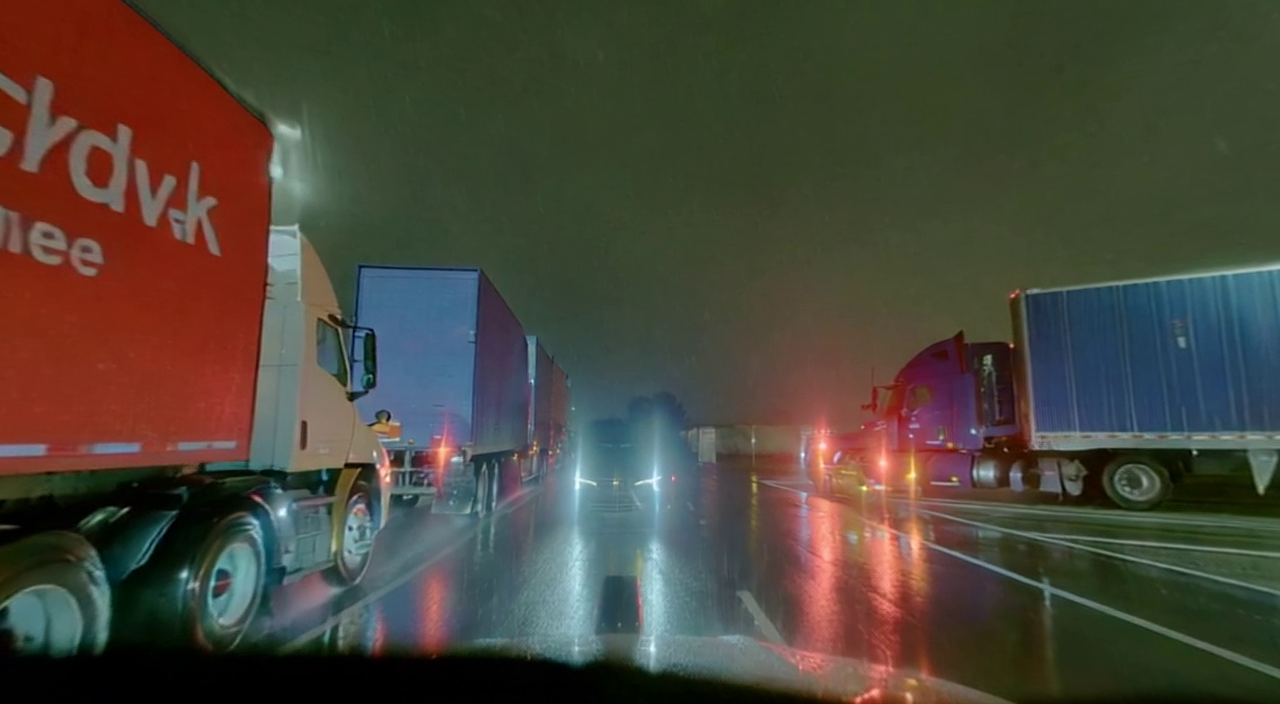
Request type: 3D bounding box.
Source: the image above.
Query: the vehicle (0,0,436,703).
[{"bbox_3d":[-3.986,0.234,3.198,2.986,3.391,9.523,0,-9,-2],"label":"vehicle"}]

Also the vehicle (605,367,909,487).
[{"bbox_3d":[4.095,3.442,28.032,2.877,4.124,14.516,3,-9,-41],"label":"vehicle"}]

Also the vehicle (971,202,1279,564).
[{"bbox_3d":[11.149,0.062,5.887,13.564,4.152,3.110,-9,-12,42],"label":"vehicle"}]

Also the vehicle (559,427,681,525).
[{"bbox_3d":[-0.370,2.484,13.050,2.140,1.682,3.971,0,-9,0],"label":"vehicle"}]
